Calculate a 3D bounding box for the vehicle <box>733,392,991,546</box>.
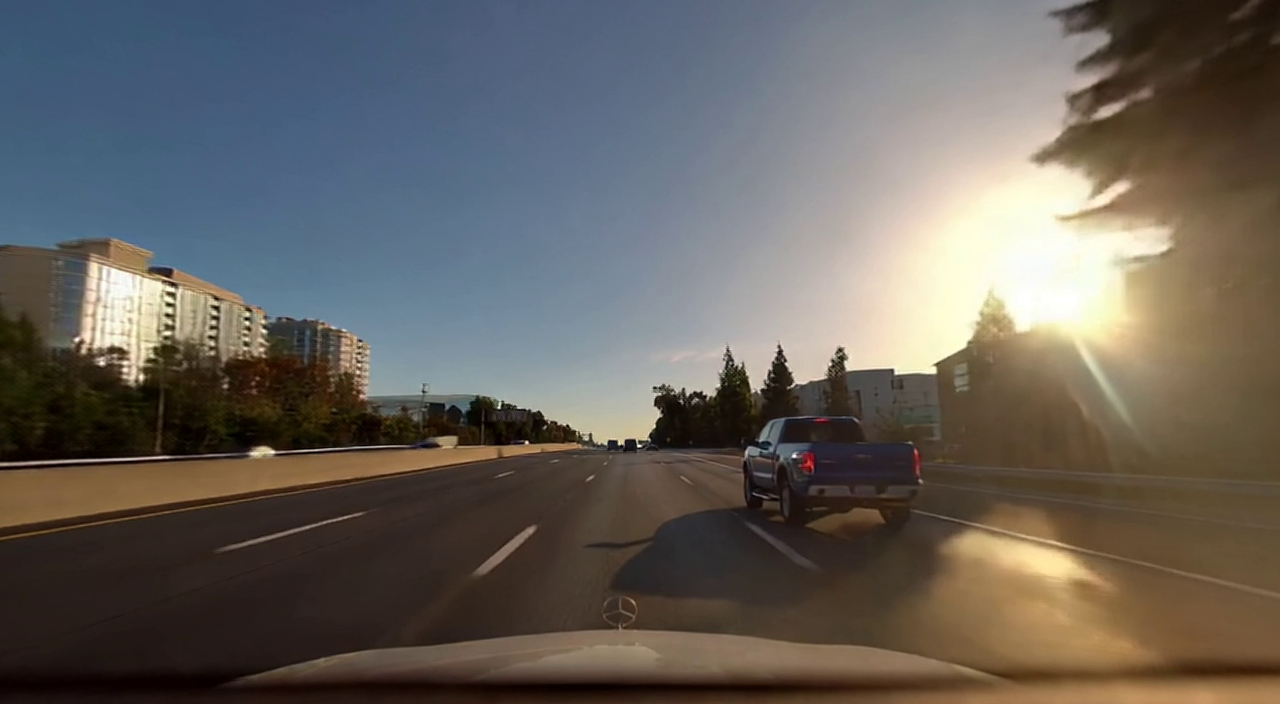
[{"bbox_3d":[3.231,1.850,10.604,2.462,1.984,4.718,0,-8,-2],"label":"vehicle"}]
